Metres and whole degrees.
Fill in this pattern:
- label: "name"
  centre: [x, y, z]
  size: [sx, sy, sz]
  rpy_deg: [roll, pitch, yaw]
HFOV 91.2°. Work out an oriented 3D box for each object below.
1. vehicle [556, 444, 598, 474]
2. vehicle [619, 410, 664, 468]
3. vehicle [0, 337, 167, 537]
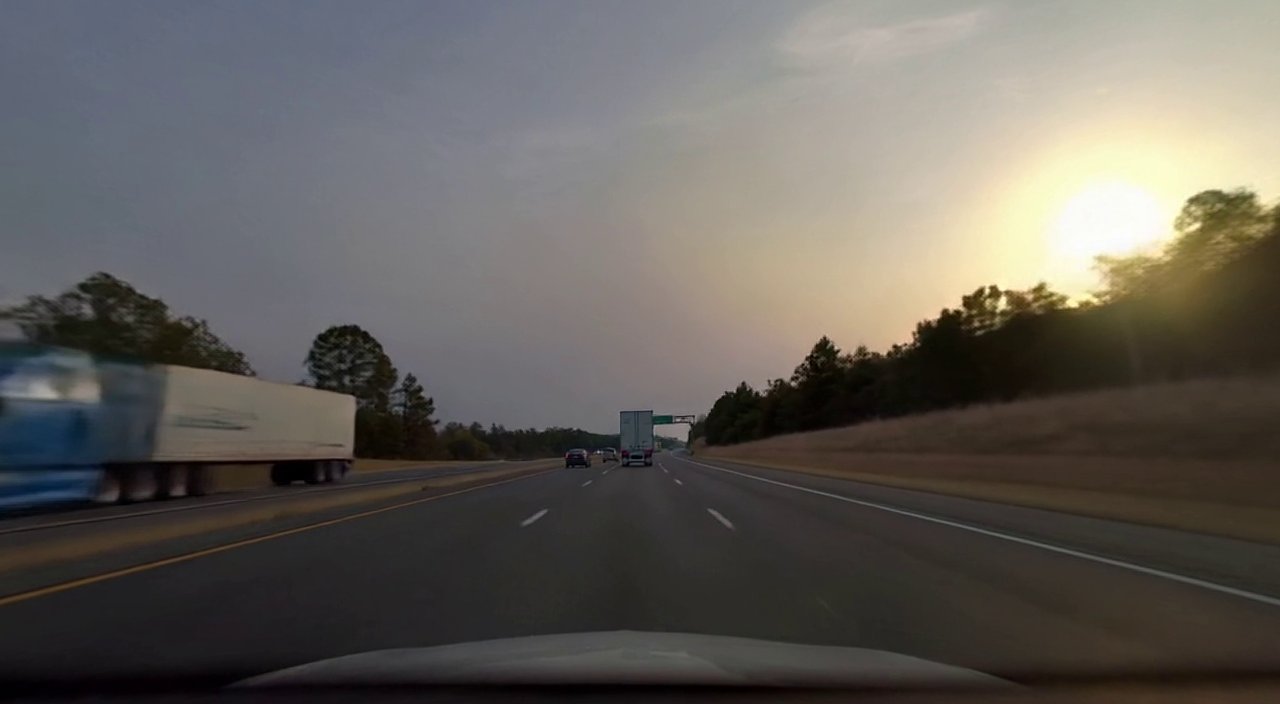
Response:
- label: "vehicle"
  centre: [-3.700, 6.346, 37.429]
  size: [2.112, 1.645, 4.129]
  rpy_deg: [0, -9, -1]
- label: "vehicle"
  centre: [-0.004, 6.933, 49.429]
  size: [3.100, 4.091, 10.664]
  rpy_deg: [0, -9, -1]
- label: "vehicle"
  centre: [-14.874, 1.984, 14.313]
  size: [2.966, 4.134, 6.321]
  rpy_deg: [0, -9, -1]
